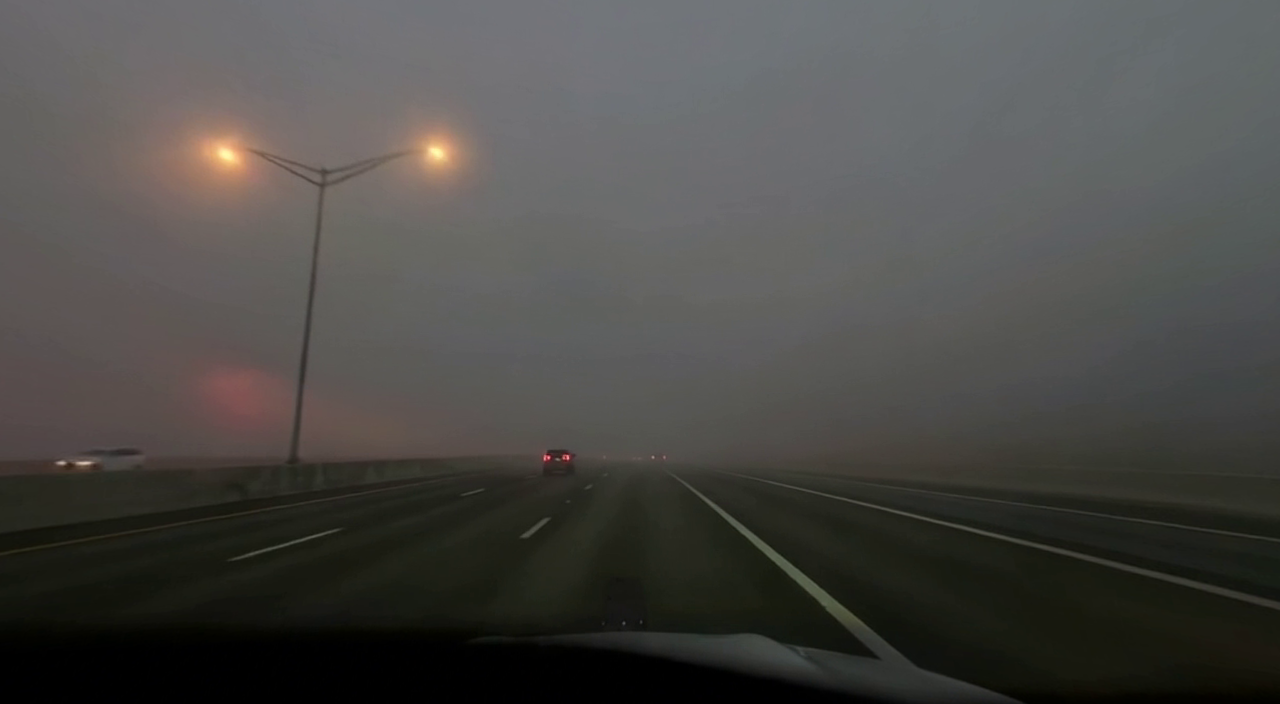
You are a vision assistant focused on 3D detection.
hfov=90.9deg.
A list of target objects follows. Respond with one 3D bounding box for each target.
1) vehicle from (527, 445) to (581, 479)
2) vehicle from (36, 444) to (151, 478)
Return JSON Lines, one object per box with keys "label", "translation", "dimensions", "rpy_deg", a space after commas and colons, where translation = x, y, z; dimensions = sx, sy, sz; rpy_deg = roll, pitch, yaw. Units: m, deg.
{"label": "vehicle", "translation": [-4.080, 5.277, 30.537], "dimensions": [2.014, 1.481, 4.156], "rpy_deg": [-1, -8, 1]}
{"label": "vehicle", "translation": [-29.555, 5.894, 34.355], "dimensions": [2.013, 1.695, 4.746], "rpy_deg": [-1, -8, 0]}
